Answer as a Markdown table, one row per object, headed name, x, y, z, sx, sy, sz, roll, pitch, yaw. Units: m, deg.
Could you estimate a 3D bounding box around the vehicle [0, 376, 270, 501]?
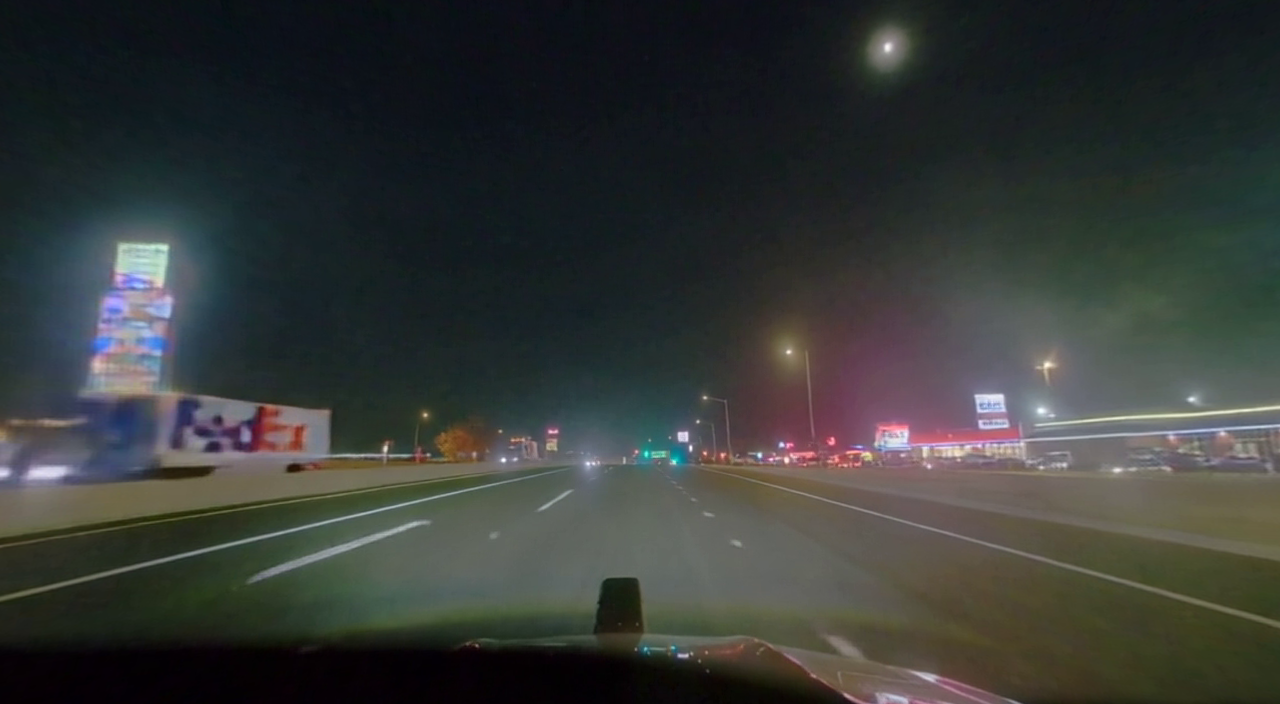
| name | x | y | z | sx | sy | sz | roll | pitch | yaw |
| --- | --- | --- | --- | --- | --- | --- | --- | --- | --- |
| vehicle | -21.843 | 3.864 | 27.690 | 2.979 | 4.143 | 13.383 | 0 | -9 | 0 |
